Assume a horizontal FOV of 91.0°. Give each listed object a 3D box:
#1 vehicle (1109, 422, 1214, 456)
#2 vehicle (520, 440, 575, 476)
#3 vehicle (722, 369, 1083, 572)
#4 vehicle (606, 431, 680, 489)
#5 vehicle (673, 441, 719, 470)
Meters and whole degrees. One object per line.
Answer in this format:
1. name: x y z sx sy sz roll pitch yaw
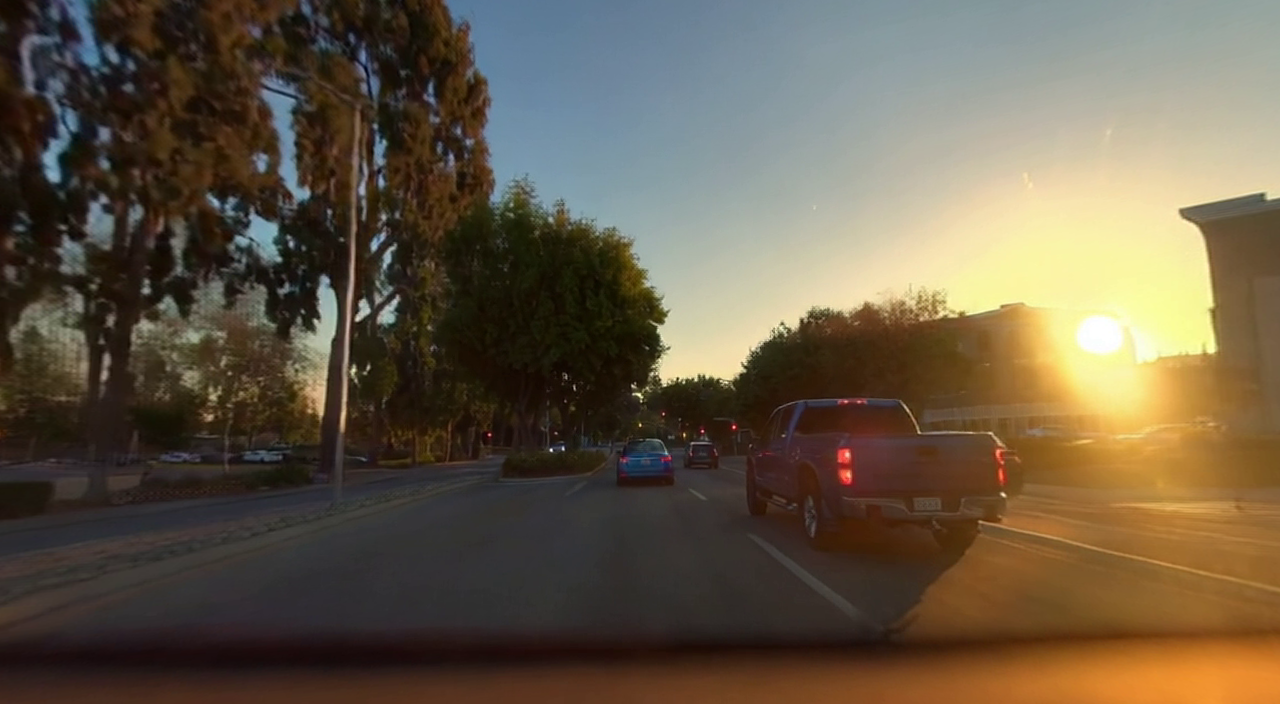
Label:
1. vehicle: 28.778 4.844 34.851 3.992 1.669 1.803 -3 -9 3
2. vehicle: -4.104 4.755 28.503 1.960 1.475 4.161 0 -8 -1
3. vehicle: 3.134 1.665 9.641 2.731 2.101 6.047 0 -8 -2
4. vehicle: 0.031 3.450 20.429 2.145 1.650 4.021 0 -8 -2
5. vehicle: 2.898 5.503 33.660 1.970 1.464 4.249 0 -8 -1
